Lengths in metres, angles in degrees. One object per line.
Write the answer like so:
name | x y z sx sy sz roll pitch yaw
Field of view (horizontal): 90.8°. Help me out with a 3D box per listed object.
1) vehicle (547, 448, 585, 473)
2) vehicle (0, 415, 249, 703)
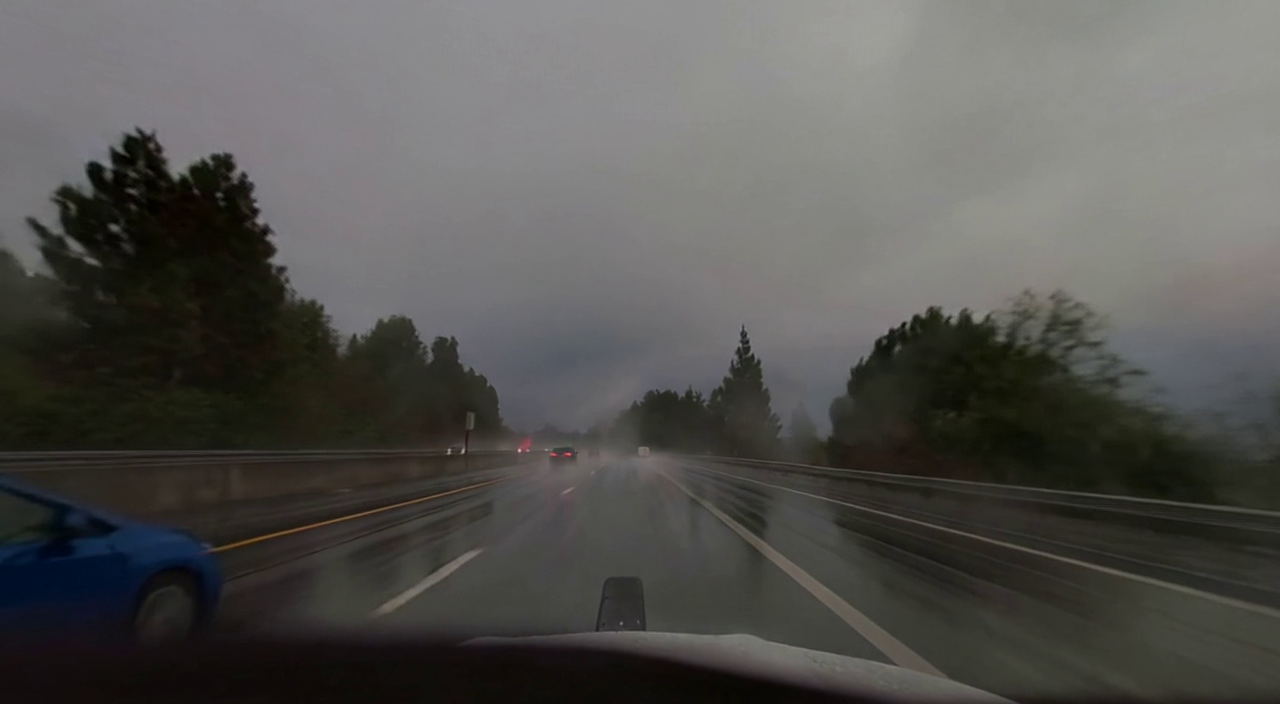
vehicle | -4.809 7.059 41.377 2.049 1.521 4.366 0 -9 -1
vehicle | -3.731 0.907 1.874 1.957 1.499 4.965 0 -9 0
